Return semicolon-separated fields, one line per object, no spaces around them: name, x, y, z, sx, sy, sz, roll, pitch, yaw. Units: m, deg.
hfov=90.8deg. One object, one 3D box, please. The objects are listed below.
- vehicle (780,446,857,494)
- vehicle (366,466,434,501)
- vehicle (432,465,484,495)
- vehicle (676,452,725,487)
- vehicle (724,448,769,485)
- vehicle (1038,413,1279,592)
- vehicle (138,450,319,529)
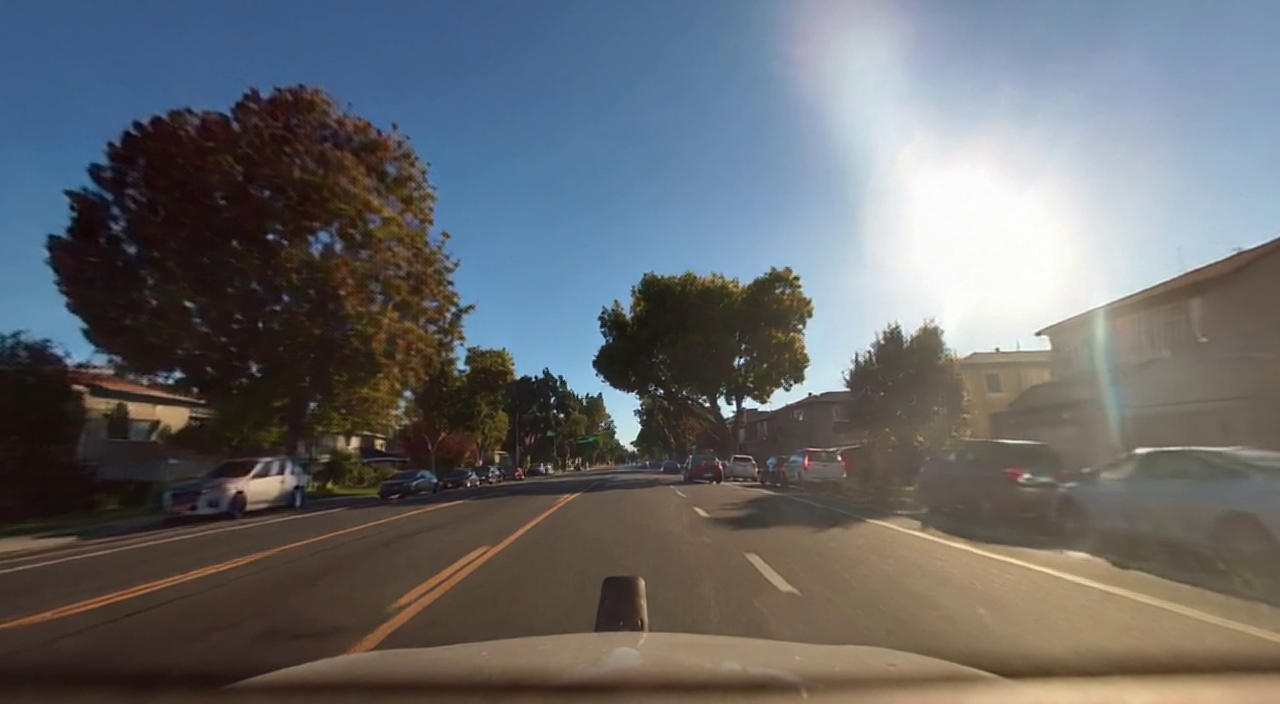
vehicle;7.473;4.958;27.010;1.873;1.867;4.673;0;-9;-1
vehicle;-11.822;6.476;31.446;1.809;1.476;4.423;0;-9;-2
vehicle;-11.868;8.346;41.490;1.888;1.668;5.052;0;-9;0
vehicle;3.060;6.021;32.792;1.951;1.620;4.582;0;-8;-2
vehicle;7.126;7.681;42.774;2.081;2.286;4.941;0;-9;-2
vehicle;7.484;1.691;7.533;2.071;1.793;5.072;0;-8;-1
vehicle;-11.609;3.850;18.342;2.181;1.920;4.570;0;-8;-1
